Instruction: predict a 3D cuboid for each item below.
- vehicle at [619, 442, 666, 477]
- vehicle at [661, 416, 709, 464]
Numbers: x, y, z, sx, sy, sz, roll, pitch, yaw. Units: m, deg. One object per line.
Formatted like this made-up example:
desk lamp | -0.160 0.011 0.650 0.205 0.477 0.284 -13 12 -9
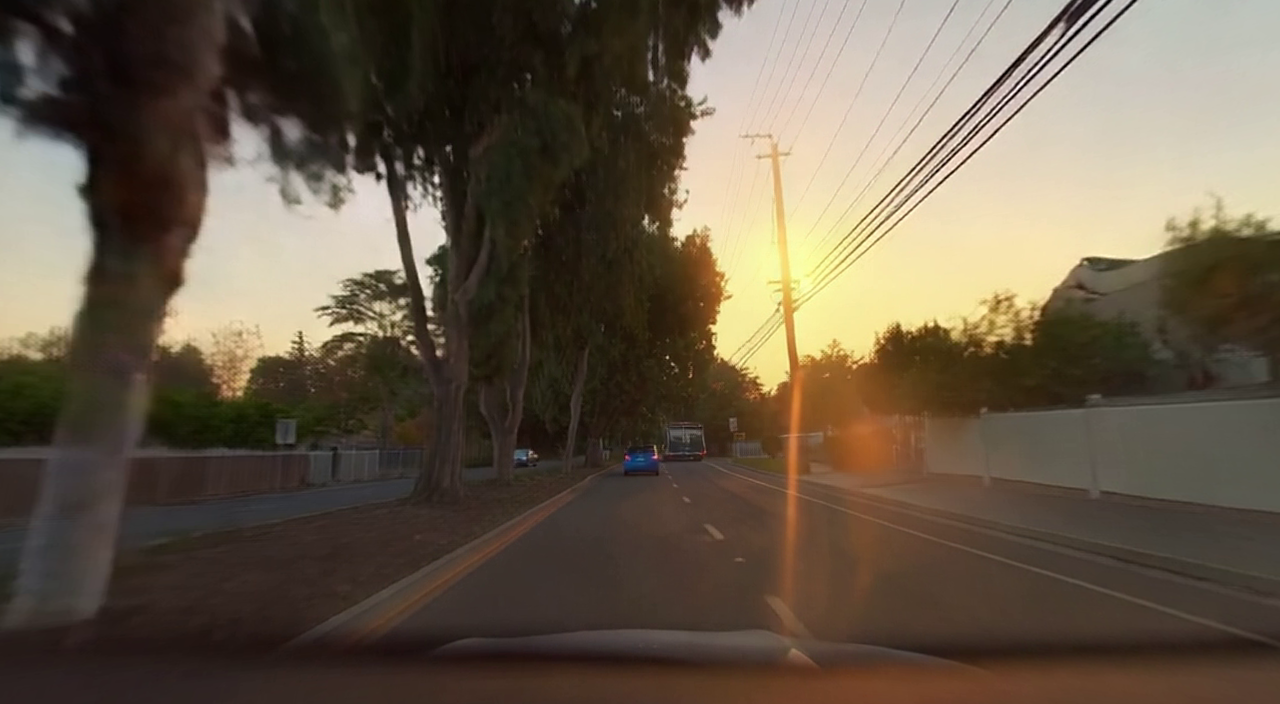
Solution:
vehicle | 0.127 4.939 29.333 2.018 1.511 3.993 0 -8 1
vehicle | 3.263 6.956 49.550 2.789 3.285 12.428 0 -8 0
